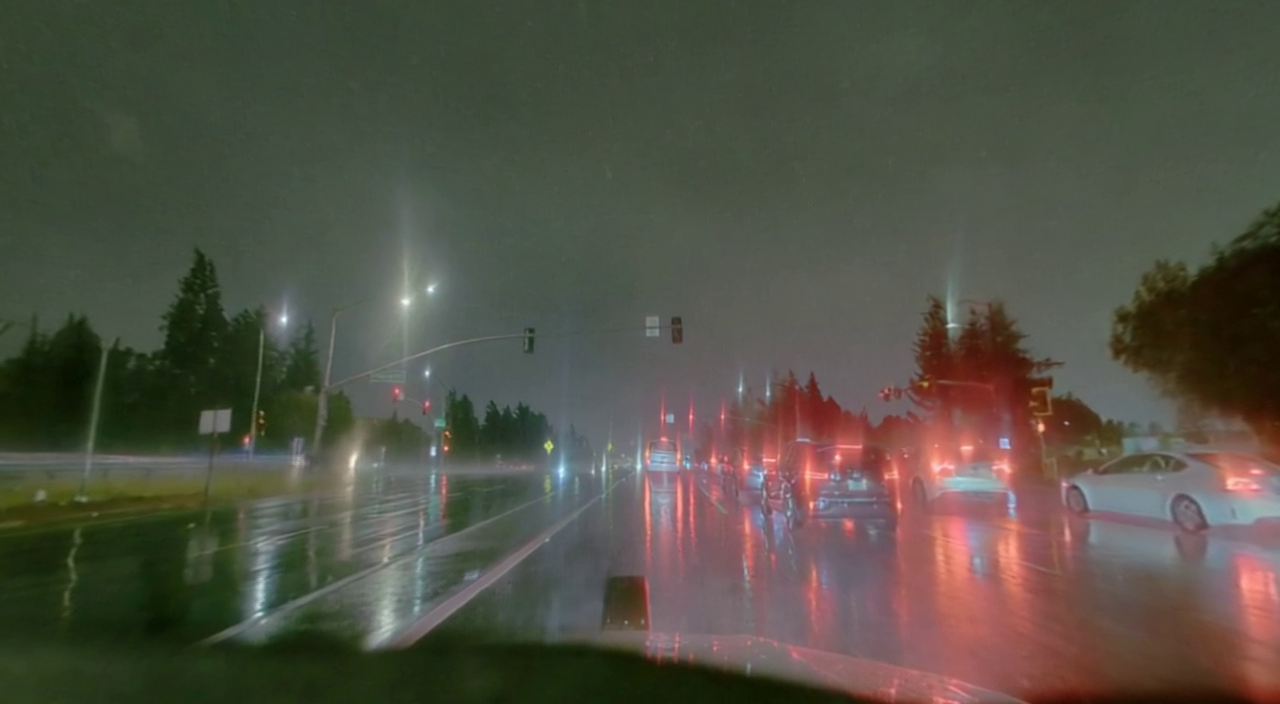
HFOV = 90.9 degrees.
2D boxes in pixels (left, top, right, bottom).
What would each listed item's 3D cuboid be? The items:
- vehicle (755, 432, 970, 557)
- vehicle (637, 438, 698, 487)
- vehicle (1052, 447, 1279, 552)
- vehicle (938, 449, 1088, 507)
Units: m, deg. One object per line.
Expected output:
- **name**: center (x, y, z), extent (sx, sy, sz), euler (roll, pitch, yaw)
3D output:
- **vehicle**: center (3.236, 2.139, 10.208), extent (2.078, 1.578, 4.107), euler (0, -8, 2)
- **vehicle**: center (1.029, 4.426, 25.723), extent (2.245, 1.800, 4.522), euler (0, -8, 0)
- **vehicle**: center (9.546, 2.386, 10.971), extent (1.884, 1.422, 4.262), euler (0, -8, 0)
- **vehicle**: center (10.789, 3.629, 18.677), extent (1.842, 1.466, 4.379), euler (0, -8, 2)
